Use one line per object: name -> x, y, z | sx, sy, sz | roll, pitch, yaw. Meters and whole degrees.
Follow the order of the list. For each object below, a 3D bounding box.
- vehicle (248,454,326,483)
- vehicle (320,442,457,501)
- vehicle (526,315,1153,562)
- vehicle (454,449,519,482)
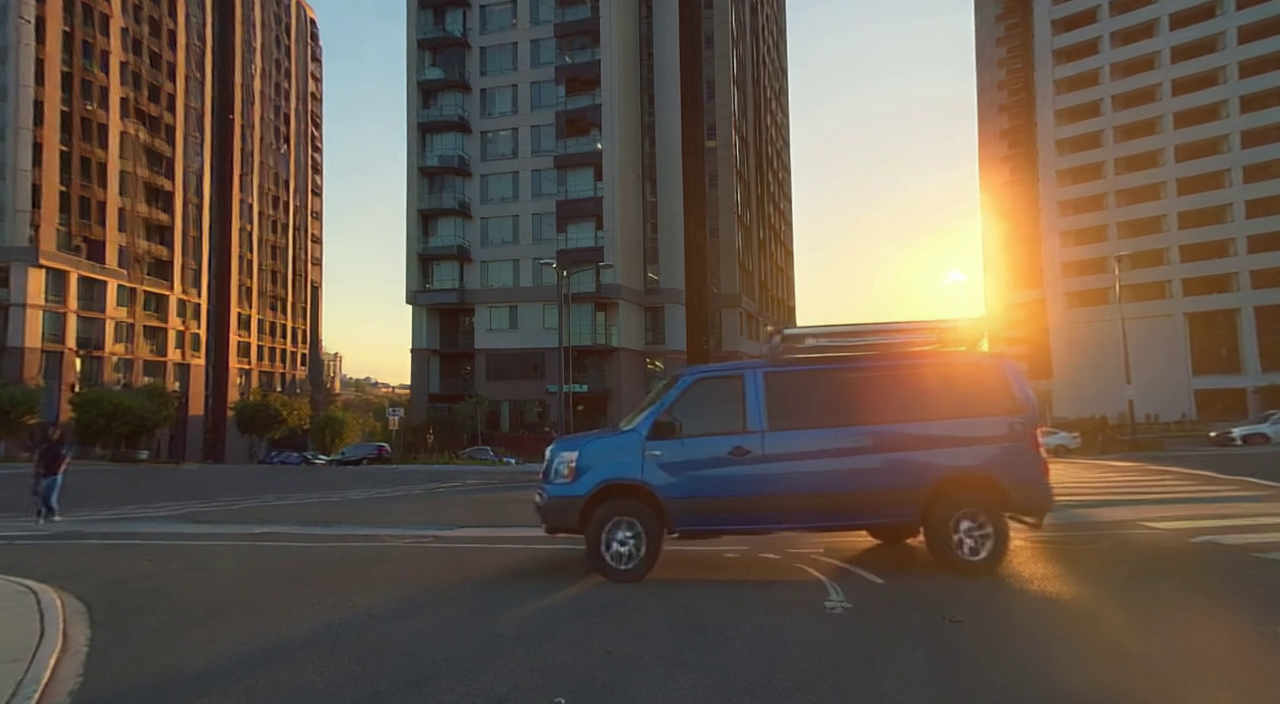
vehicle -> -19.269, 6.364, 34.544 | 3.467, 1.456, 1.649 | 4, -9, -23
vehicle -> -8.143, 3.885, 21.015 | 2.395, 1.719, 4.549 | -1, -8, 5
vehicle -> 2.211, 1.153, 8.479 | 6.932, 2.753, 2.446 | -1, -8, 3
vehicle -> -7.624, 5.681, 31.716 | 2.164, 1.494, 4.235 | 0, -8, 1
